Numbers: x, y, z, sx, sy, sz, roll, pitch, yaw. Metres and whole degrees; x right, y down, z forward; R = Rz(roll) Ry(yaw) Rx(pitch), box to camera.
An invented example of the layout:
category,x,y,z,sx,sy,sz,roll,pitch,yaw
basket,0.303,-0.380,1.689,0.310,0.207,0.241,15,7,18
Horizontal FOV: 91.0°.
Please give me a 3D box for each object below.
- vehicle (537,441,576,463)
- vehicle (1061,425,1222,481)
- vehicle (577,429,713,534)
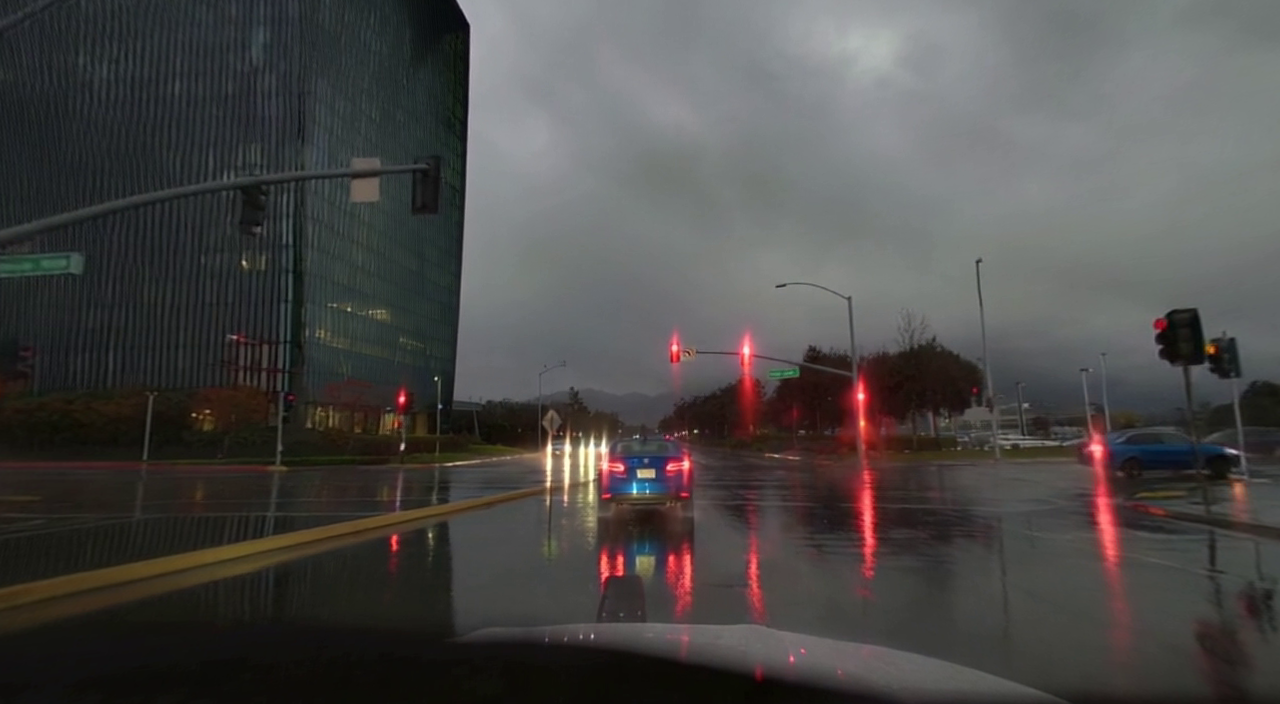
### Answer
category,x,y,z,sx,sy,sz,roll,pitch,yaw
vehicle,-6.343,7.661,48.297,2.113,1.535,4.504,0,-9,3
vehicle,17.401,3.489,21.880,4.739,1.749,2.174,4,-9,-21
vehicle,0.188,2.240,11.492,2.014,1.525,4.197,0,-9,3
